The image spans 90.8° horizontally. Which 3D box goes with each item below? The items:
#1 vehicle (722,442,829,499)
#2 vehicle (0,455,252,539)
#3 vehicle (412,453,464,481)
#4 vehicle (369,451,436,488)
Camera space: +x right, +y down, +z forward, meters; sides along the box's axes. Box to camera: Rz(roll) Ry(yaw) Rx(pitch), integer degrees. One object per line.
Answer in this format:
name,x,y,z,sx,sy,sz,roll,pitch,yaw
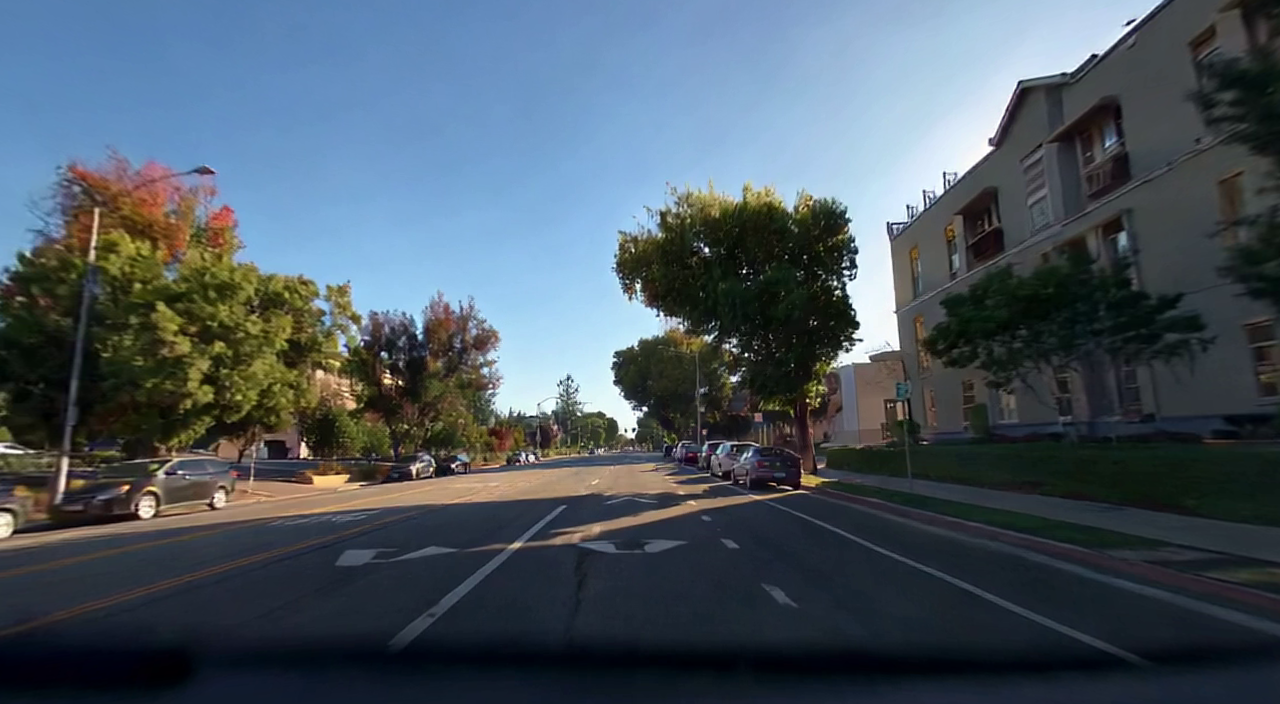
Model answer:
vehicle,3.911,3.510,19.184,2.100,1.478,4.816,0,-8,-1
vehicle,-13.924,3.882,17.861,2.073,1.844,6.074,0,-8,0
vehicle,-14.231,8.129,44.827,2.239,1.645,4.700,-3,-8,-1
vehicle,-13.826,6.836,37.134,2.220,1.747,4.980,-3,-8,-3
